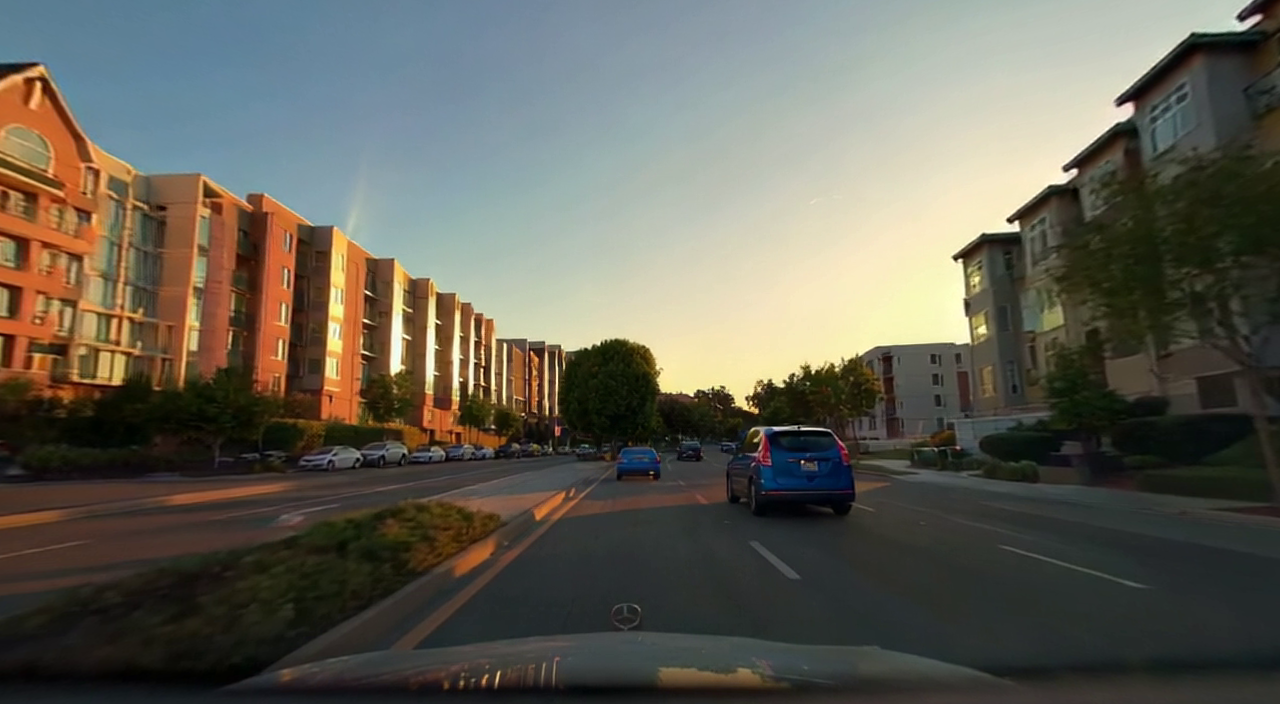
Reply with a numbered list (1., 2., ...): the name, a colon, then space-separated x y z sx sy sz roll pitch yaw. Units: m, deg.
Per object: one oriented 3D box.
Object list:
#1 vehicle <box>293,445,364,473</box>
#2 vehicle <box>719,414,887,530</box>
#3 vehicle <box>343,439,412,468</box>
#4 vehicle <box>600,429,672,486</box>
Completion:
1. vehicle: -18.578 6.418 37.951 1.954 1.570 4.828 1 -10 -2
2. vehicle: 2.869 2.250 12.314 2.033 1.823 4.409 0 -9 -1
3. vehicle: -18.325 7.159 44.387 2.195 1.894 5.489 -2 -10 3
4. vehicle: -0.084 3.848 23.270 2.345 1.841 5.032 0 -9 1
